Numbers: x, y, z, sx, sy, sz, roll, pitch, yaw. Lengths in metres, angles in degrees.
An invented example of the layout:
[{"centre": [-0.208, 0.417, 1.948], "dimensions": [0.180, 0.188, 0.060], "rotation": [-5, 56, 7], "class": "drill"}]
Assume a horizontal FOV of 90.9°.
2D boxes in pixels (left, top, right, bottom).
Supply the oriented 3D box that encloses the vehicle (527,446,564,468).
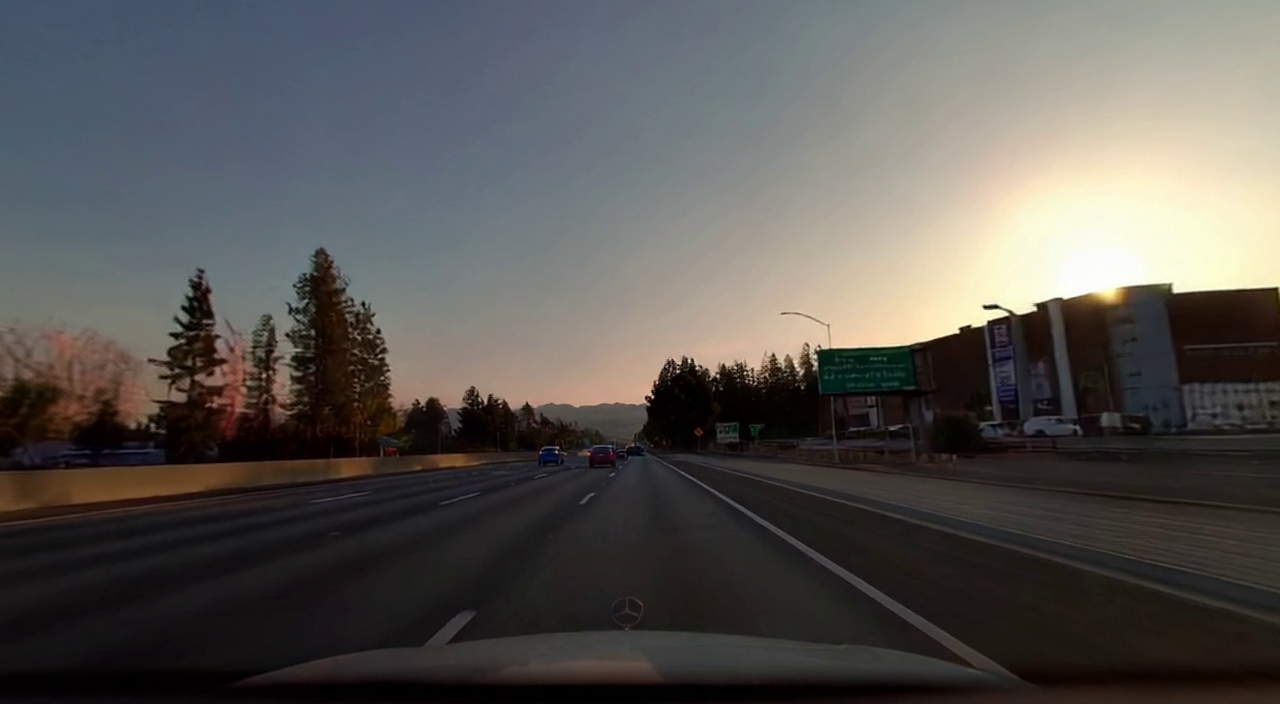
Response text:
[{"centre": [-6.666, 7.502, 45.087], "dimensions": [1.936, 1.462, 4.388], "rotation": [0, -8, 0], "class": "vehicle"}]
